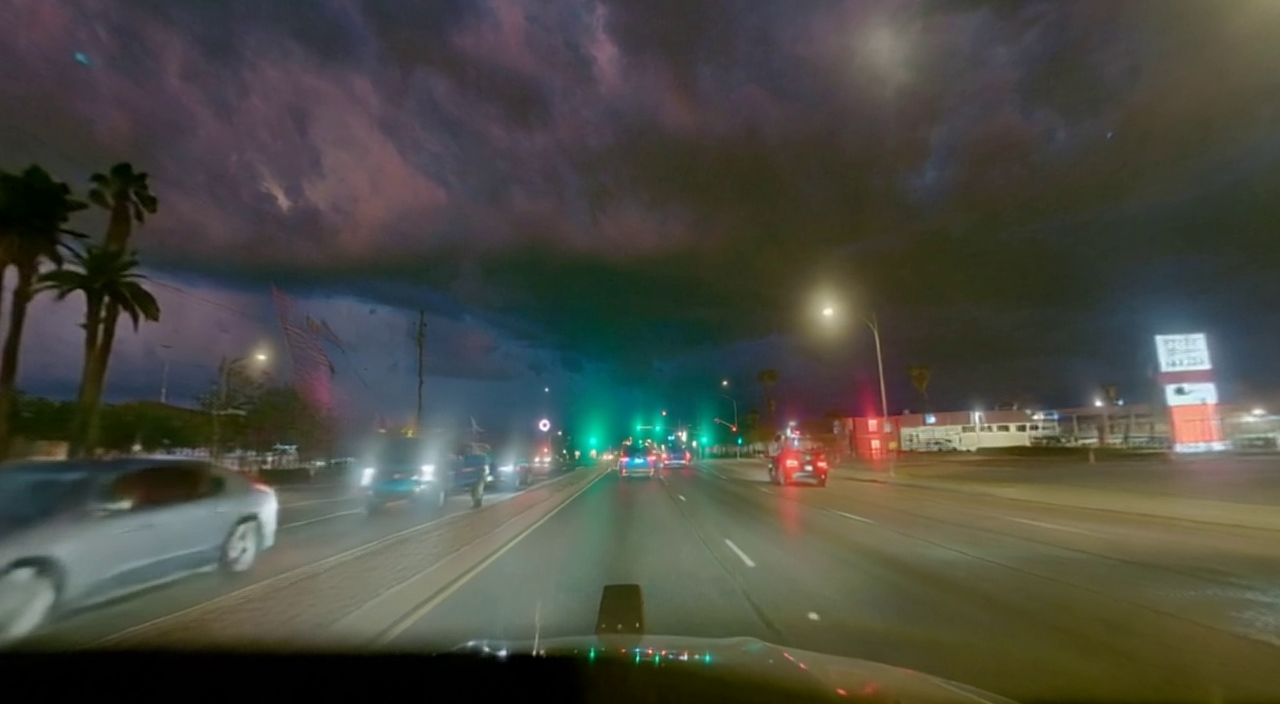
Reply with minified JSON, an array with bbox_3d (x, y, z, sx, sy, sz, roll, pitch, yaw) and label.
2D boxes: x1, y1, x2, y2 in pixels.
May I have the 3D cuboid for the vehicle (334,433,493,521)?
[{"bbox_3d":[-5.147,2.880,15.170,2.160,1.769,4.494,0,-8,0],"label":"vehicle"}]

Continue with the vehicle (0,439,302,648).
[{"bbox_3d":[-5.553,1.638,6.236,2.017,1.463,4.384,-1,-8,0],"label":"vehicle"}]

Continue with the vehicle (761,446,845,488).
[{"bbox_3d":[6.197,4.394,24.571,1.944,1.447,4.309,0,-8,-2],"label":"vehicle"}]

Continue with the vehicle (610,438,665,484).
[{"bbox_3d":[-0.148,4.633,27.098,2.151,1.787,4.109,0,-8,-1],"label":"vehicle"}]

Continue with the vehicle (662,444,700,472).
[{"bbox_3d":[2.646,6.993,41.975,2.112,1.710,4.234,0,-8,-1],"label":"vehicle"}]
